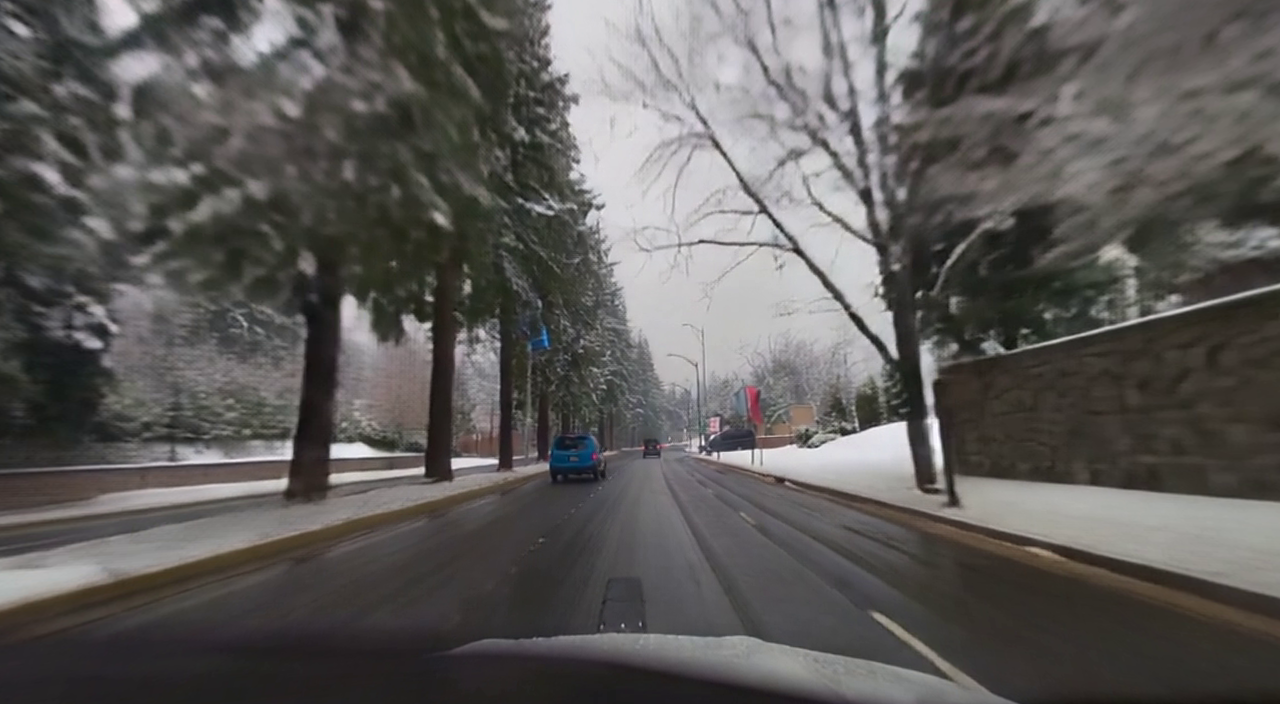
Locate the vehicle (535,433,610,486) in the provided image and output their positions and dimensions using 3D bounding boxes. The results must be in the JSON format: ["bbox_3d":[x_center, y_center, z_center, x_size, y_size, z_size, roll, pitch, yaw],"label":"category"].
[{"bbox_3d":[-2.490,4.157,24.604,2.281,1.837,4.845,0,-9,1],"label":"vehicle"}]
